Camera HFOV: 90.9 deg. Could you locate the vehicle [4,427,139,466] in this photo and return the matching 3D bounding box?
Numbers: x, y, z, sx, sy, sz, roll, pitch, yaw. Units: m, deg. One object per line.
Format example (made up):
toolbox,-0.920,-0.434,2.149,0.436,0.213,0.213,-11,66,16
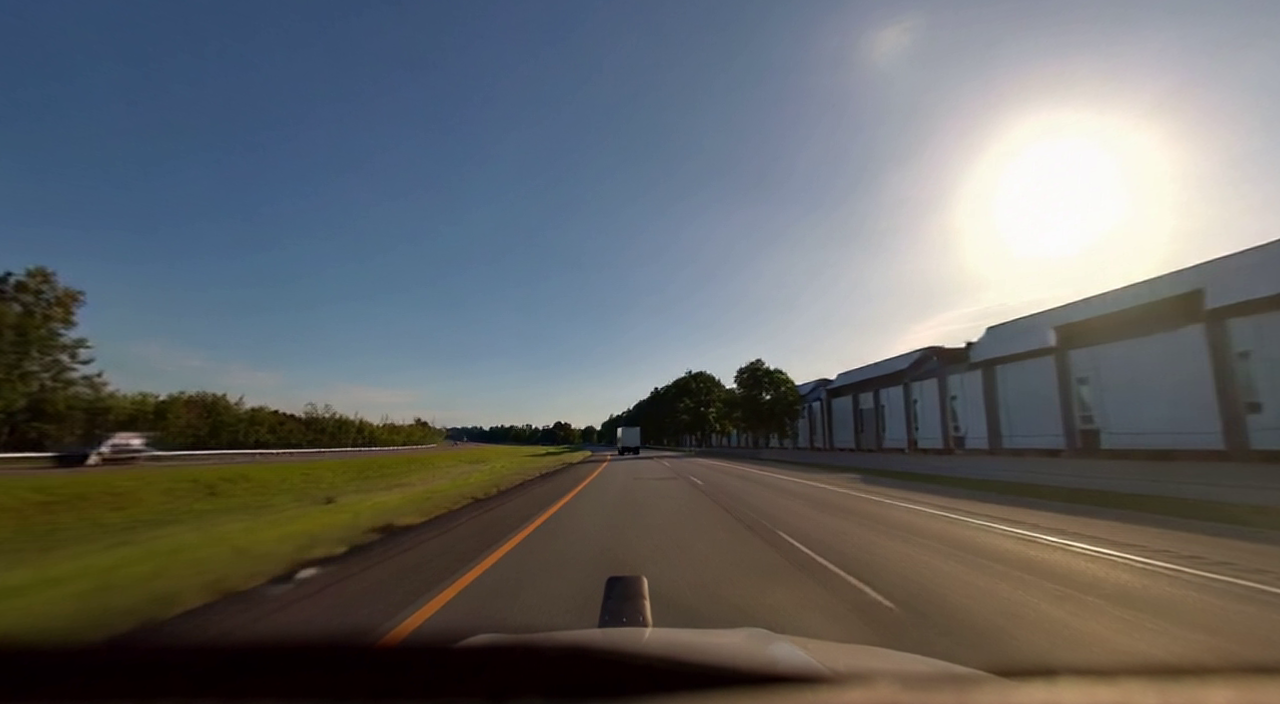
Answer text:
vehicle,-28.615,4.797,32.048,2.008,1.790,5.262,0,-8,-1
